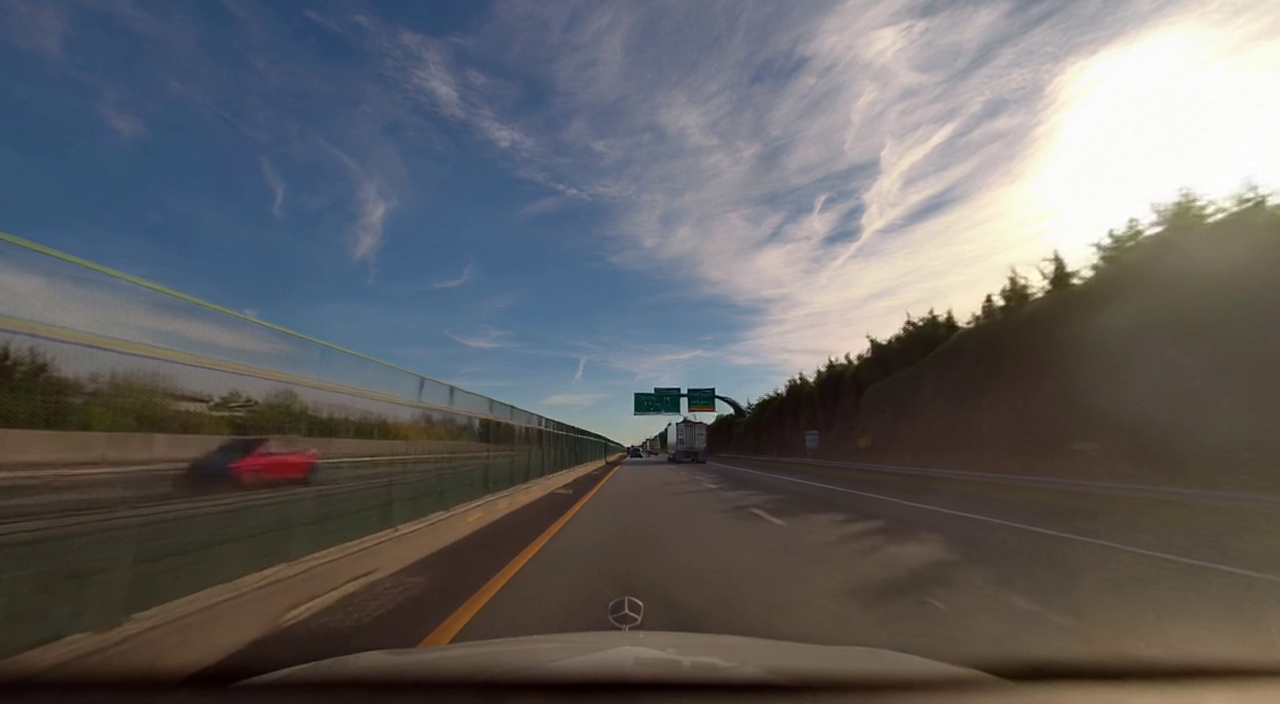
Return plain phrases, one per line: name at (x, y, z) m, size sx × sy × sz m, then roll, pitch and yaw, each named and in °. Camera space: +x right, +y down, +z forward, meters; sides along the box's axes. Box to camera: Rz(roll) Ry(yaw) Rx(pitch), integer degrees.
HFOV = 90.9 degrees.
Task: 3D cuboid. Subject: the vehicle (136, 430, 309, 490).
vehicle at (-12.116, 3.174, 18.798) m, size 1.914 × 1.562 × 4.690 m, roll 0°, pitch -9°, yaw 0°
